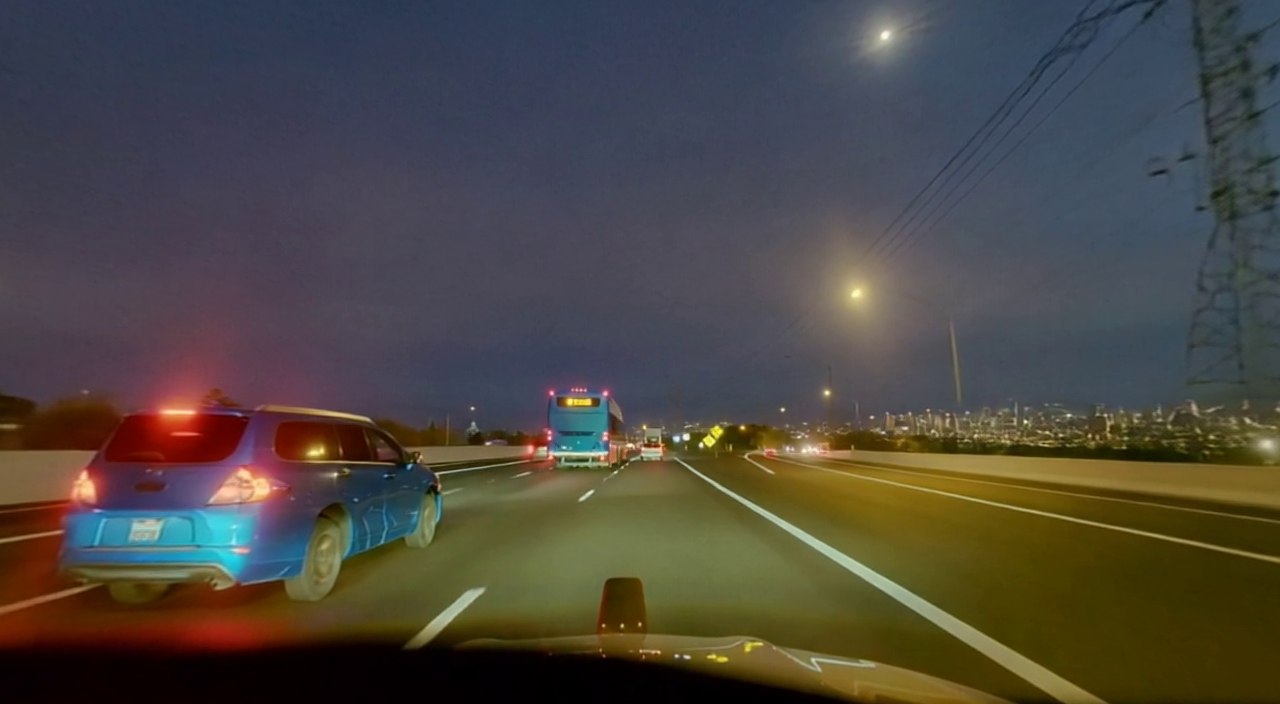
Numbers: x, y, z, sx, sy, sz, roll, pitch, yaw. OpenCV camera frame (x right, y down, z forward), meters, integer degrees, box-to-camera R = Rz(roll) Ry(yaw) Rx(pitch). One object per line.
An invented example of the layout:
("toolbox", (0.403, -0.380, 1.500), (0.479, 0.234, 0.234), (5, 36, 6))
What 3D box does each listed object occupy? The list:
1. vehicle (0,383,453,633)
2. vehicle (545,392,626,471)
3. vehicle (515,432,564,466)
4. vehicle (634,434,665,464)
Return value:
("vehicle", (-3.652, 1.401, 6.585), (2.021, 1.730, 4.223), (0, -8, 1))
("vehicle", (-2.730, 4.715, 36.128), (3.382, 3.712, 11.766), (1, -9, 1))
("vehicle", (-6.715, 6.593, 42.815), (2.282, 2.116, 6.030), (0, -8, 1))
("vehicle", (0.677, 6.853, 44.663), (2.083, 2.001, 4.782), (0, -8, 1))
